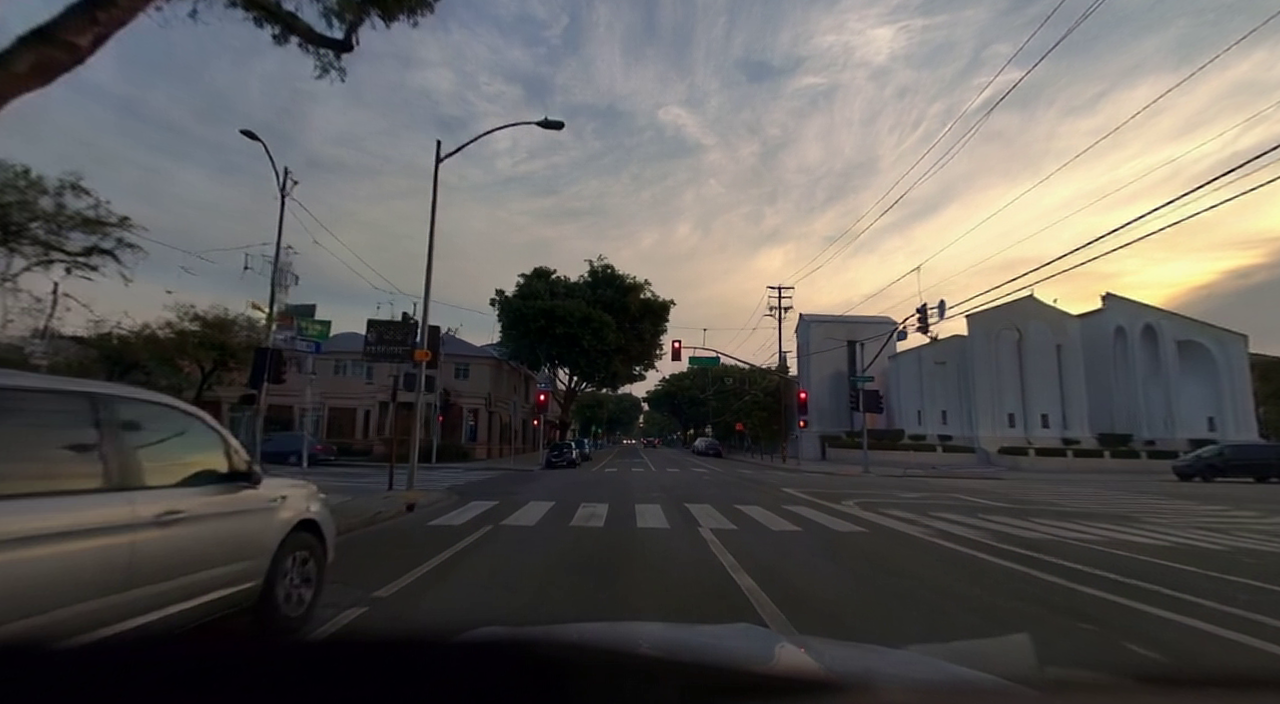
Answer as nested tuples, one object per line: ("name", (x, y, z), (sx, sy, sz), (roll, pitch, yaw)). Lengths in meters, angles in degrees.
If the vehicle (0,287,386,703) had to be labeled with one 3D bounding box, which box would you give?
("vehicle", (-3.297, 0.701, 1.931), (2.271, 1.885, 6.346), (0, -8, 1))
